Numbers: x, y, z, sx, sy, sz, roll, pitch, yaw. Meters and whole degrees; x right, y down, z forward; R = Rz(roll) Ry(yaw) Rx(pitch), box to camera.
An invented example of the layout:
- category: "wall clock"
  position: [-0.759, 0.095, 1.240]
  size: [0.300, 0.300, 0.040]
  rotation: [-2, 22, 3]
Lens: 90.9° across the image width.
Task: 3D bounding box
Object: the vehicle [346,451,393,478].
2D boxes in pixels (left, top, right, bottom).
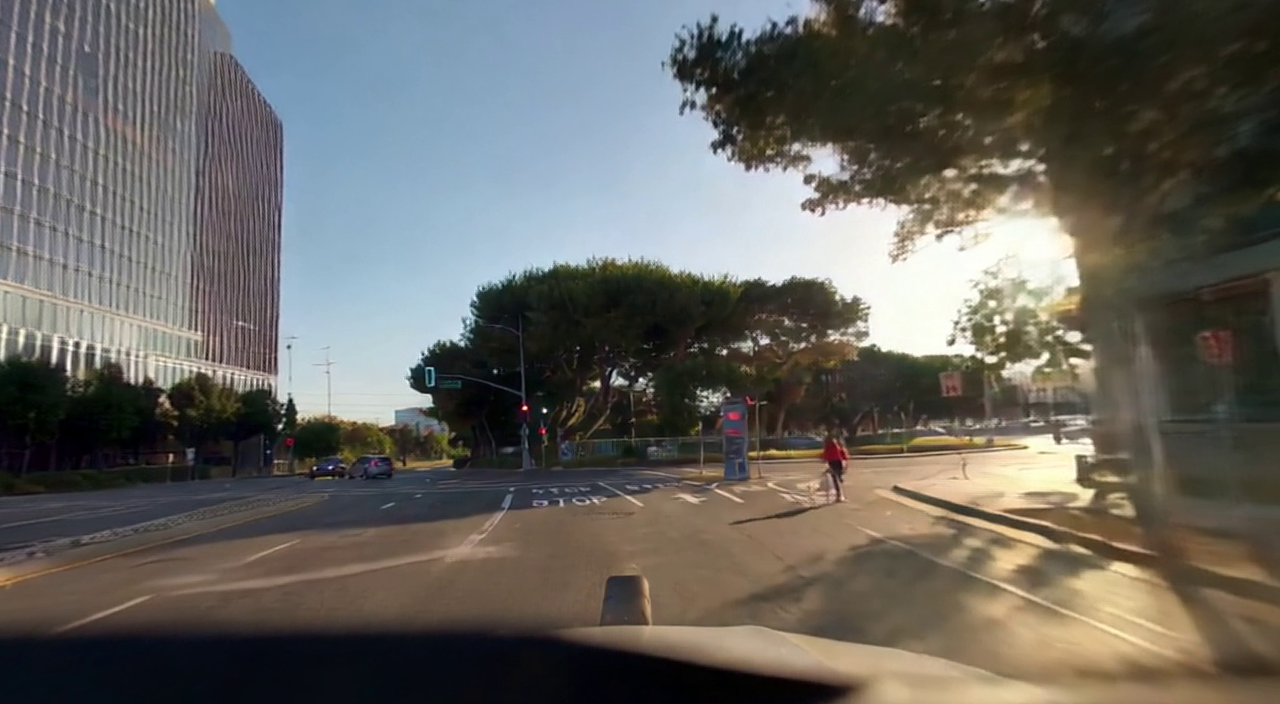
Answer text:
- category: "vehicle"
  position: [-20.889, 8.642, 48.564]
  size: [2.336, 1.923, 5.570]
  rotation: [6, -11, -32]
